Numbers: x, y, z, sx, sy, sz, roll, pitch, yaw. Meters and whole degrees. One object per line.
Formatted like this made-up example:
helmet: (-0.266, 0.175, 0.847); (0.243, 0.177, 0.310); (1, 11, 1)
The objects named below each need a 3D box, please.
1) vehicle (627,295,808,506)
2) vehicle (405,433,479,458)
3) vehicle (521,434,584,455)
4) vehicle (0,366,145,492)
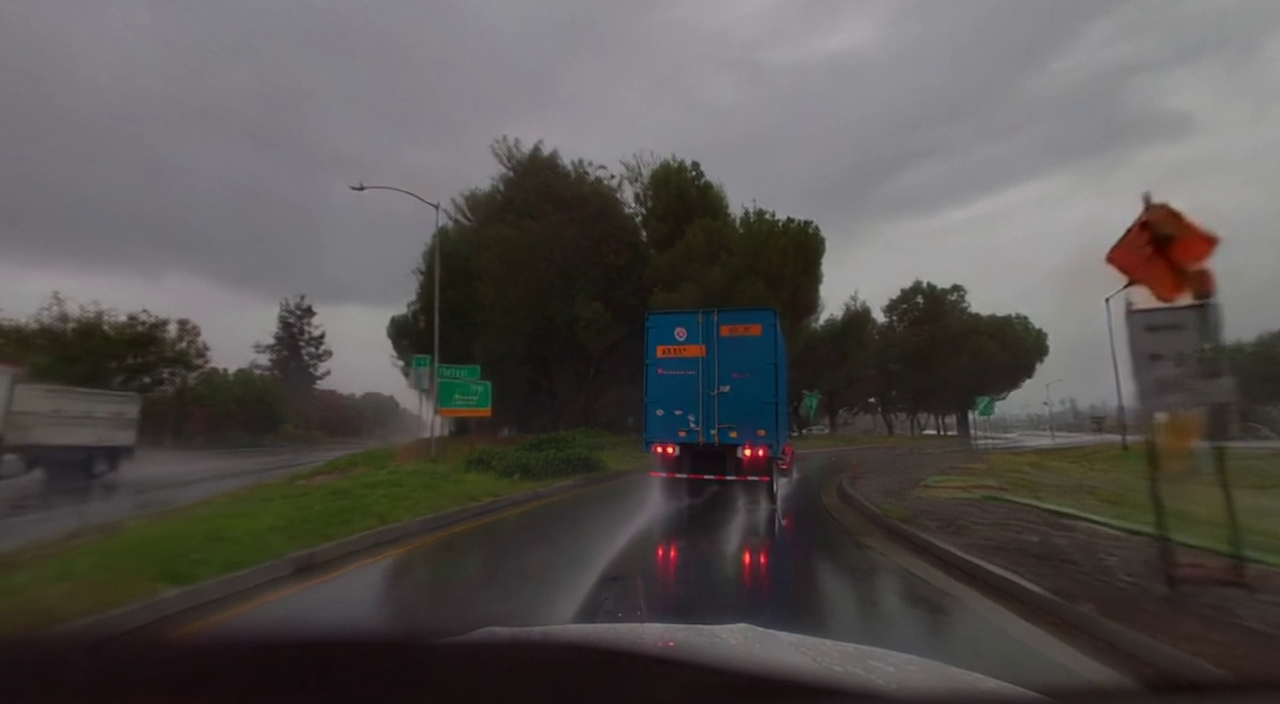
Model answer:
vehicle: (2.481, 1.453, 15.714); (2.937, 3.647, 9.344); (-3, -8, 16)
vehicle: (-13.666, 6.430, 43.535); (4.578, 1.573, 1.806); (3, -9, -28)
vehicle: (-6.500, 6.844, 46.723); (4.350, 1.410, 1.726); (2, -8, -21)
vehicle: (-20.360, 2.488, 19.832); (2.783, 3.629, 10.707); (1, -8, -12)
